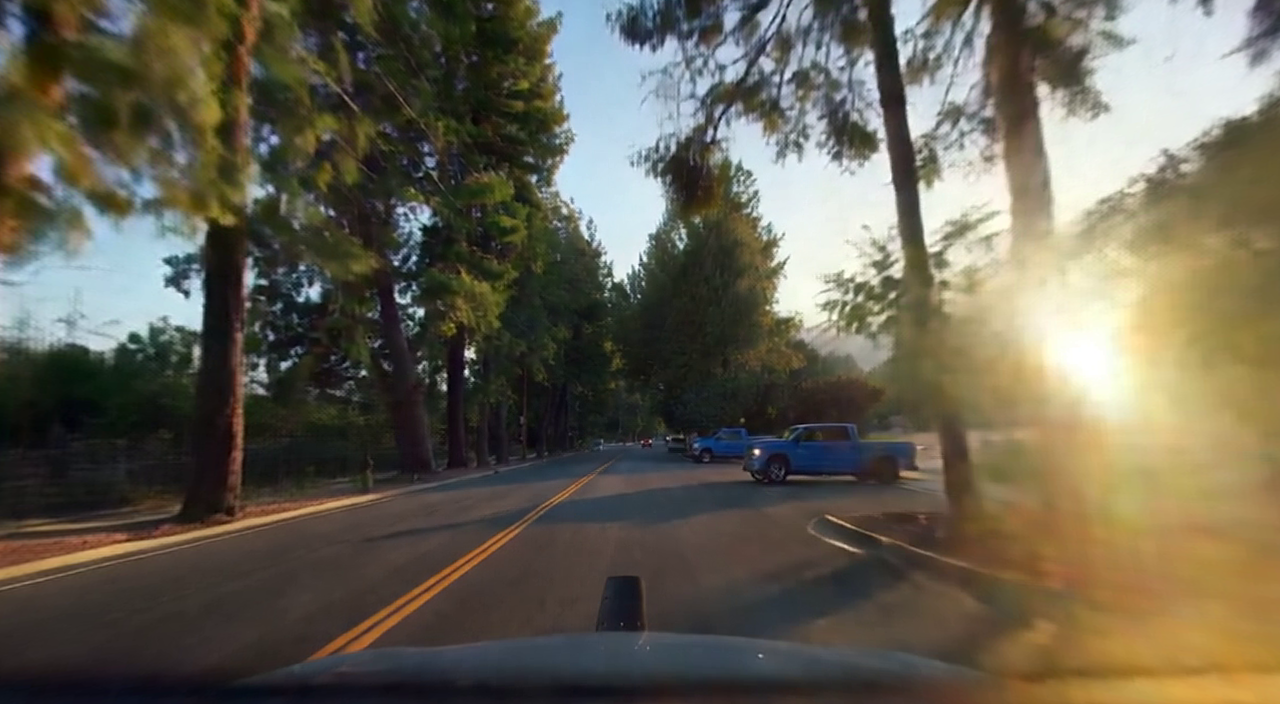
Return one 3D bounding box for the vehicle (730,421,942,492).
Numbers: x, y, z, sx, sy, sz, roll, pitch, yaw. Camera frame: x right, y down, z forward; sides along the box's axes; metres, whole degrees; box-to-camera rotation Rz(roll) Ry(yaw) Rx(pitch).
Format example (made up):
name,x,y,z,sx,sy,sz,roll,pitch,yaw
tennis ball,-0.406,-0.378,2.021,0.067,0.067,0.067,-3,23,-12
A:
name,x,y,z,sx,sy,sz,roll,pitch,yaw
vehicle,5.953,3.264,19.905,5.797,2.070,2.502,0,-8,-1
